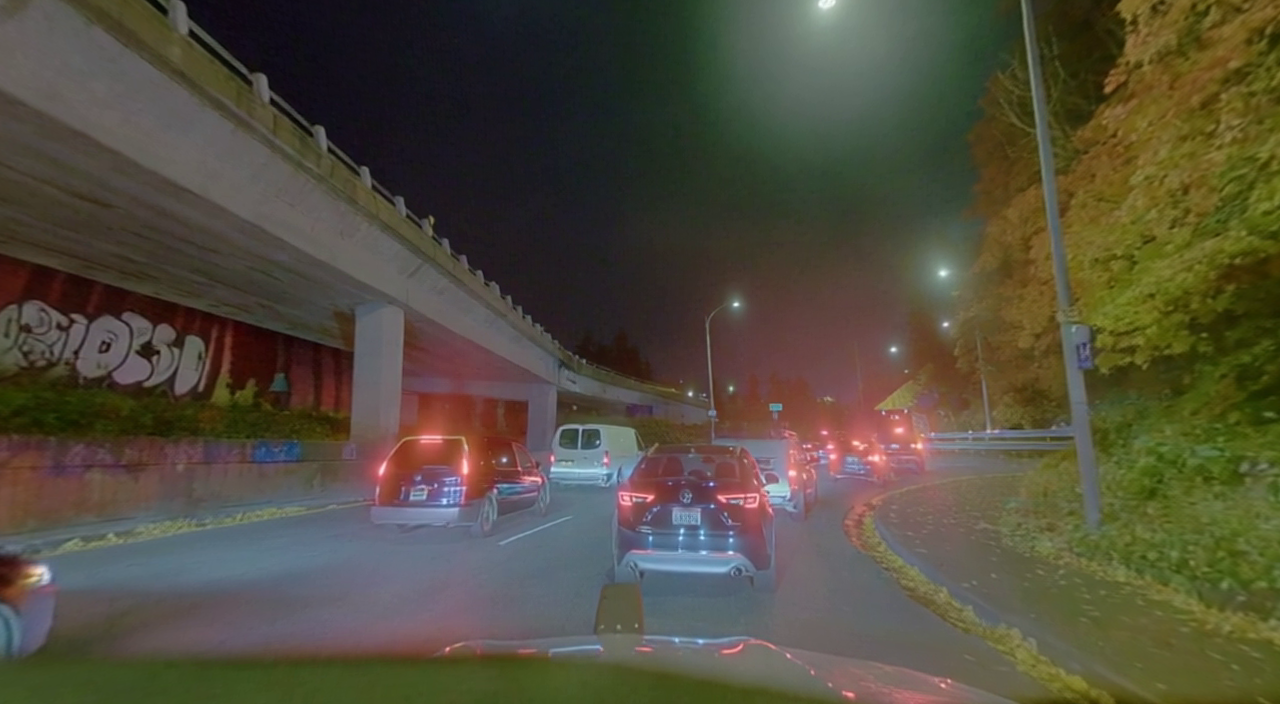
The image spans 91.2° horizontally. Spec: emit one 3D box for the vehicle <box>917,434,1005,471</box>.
[{"bbox_3d":[14.178,4.420,27.629,3.934,1.485,1.763,6,-11,-36],"label":"vehicle"}]

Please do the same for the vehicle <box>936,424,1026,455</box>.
[{"bbox_3d":[19.166,4.937,35.234,4.309,1.613,1.909,3,-9,-18],"label":"vehicle"}]

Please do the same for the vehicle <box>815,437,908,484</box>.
[{"bbox_3d":[7.765,3.729,21.783,1.780,1.446,3.902,-7,-11,38],"label":"vehicle"}]

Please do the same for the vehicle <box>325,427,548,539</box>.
[{"bbox_3d":[-3.235,2.179,10.992,1.921,1.554,4.081,-2,-9,11],"label":"vehicle"}]

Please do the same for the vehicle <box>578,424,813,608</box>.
[{"bbox_3d":[0.903,1.695,7.342,2.064,1.515,3.722,-3,-9,15],"label":"vehicle"}]
